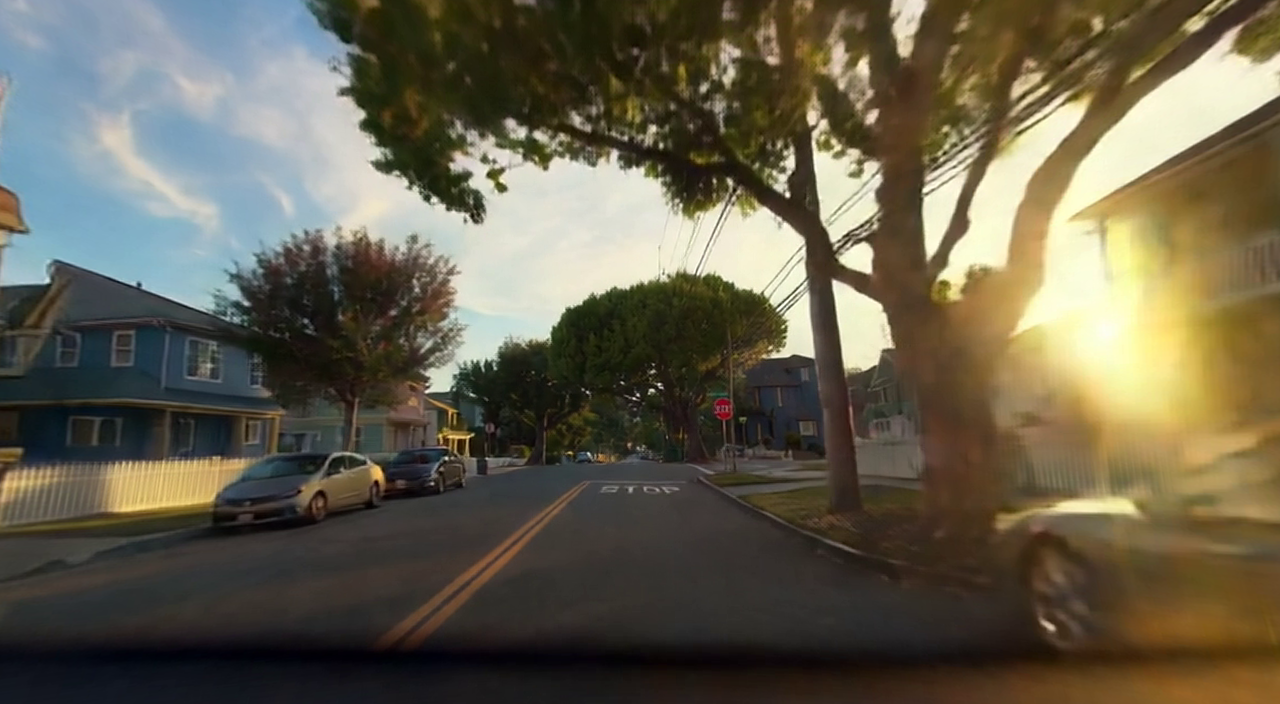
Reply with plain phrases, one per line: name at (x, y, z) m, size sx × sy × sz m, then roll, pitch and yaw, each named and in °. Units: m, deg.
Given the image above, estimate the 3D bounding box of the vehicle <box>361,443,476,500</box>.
vehicle at (-6.732, 3.644, 19.743) m, size 2.026 × 1.560 × 4.062 m, roll 0°, pitch -8°, yaw 2°

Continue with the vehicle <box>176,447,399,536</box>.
vehicle at (-6.855, 2.710, 13.011) m, size 2.056 × 1.481 × 4.451 m, roll 0°, pitch -8°, yaw -1°

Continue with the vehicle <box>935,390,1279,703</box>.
vehicle at (3.340, 0.913, 2.311) m, size 1.963 × 1.536 × 5.446 m, roll 0°, pitch -8°, yaw 1°

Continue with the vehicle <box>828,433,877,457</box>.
vehicle at (15.754, 6.928, 47.059) m, size 2.025 × 1.689 × 4.342 m, roll 0°, pitch -9°, yaw -2°
